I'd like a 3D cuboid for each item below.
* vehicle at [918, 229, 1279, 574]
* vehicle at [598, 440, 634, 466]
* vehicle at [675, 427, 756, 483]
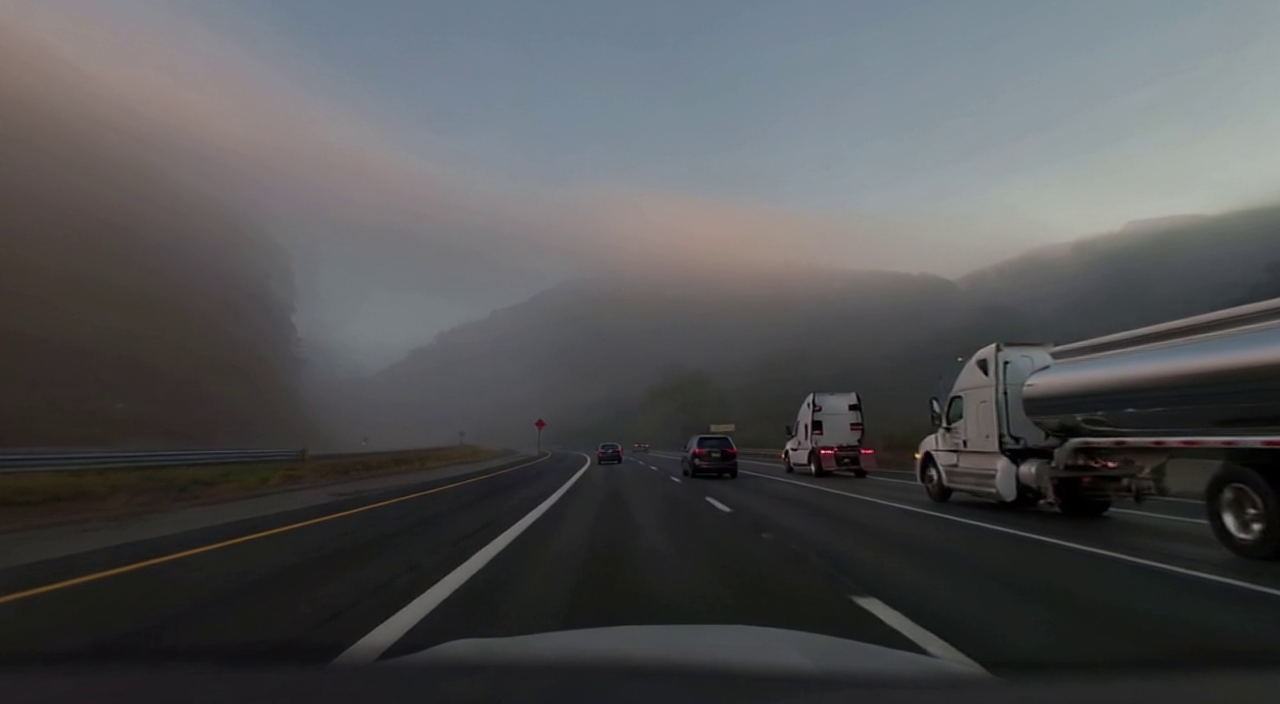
[{"bbox_3d":[7.402,0.821,8.365,2.805,3.212,9.978,0,-8,-1],"label":"vehicle"},{"bbox_3d":[-1.486,6.051,37.908,2.083,1.477,3.965,0,-8,-4],"label":"vehicle"},{"bbox_3d":[2.576,3.668,22.730,2.098,1.794,4.561,0,-8,-3],"label":"vehicle"}]
